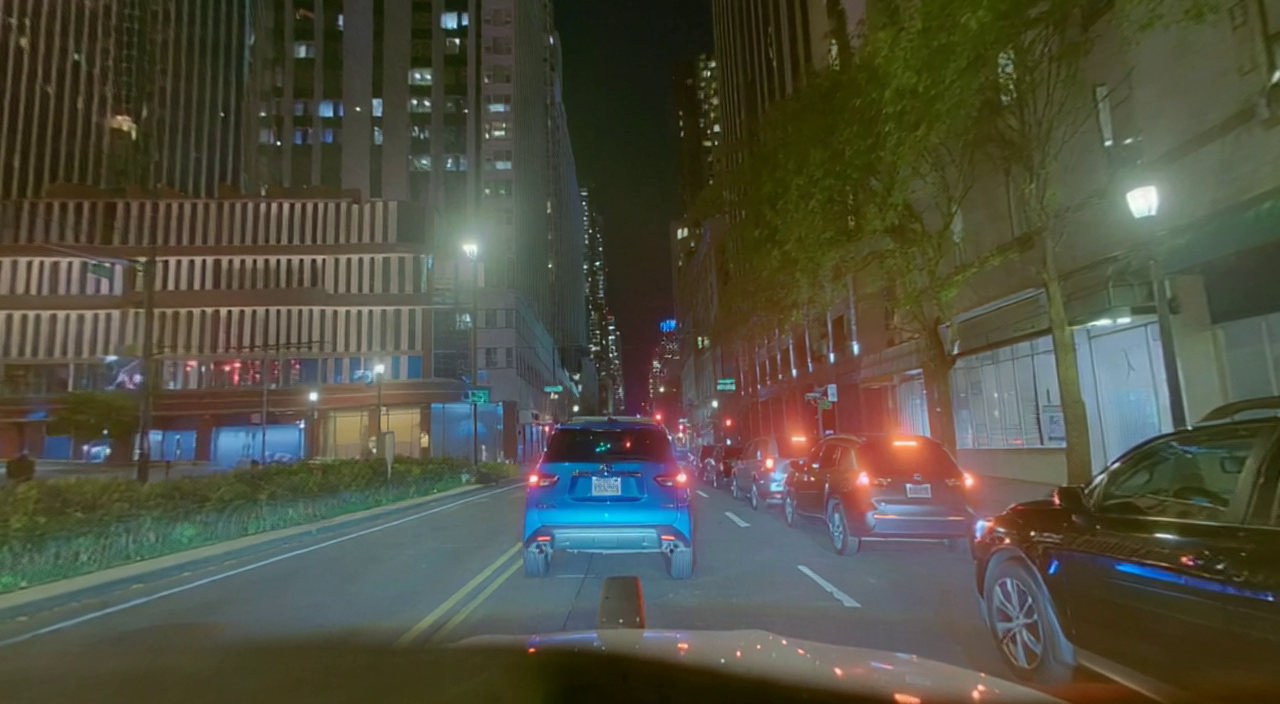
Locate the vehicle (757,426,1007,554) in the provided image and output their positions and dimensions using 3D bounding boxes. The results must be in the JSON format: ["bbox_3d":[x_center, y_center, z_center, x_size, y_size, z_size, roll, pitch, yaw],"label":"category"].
[{"bbox_3d":[3.290,1.978,9.812,1.941,1.482,4.632,0,-9,-2],"label":"vehicle"}]

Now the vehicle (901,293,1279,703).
[{"bbox_3d":[3.001,0.749,2.242,2.063,1.760,4.664,0,-9,-1],"label":"vehicle"}]

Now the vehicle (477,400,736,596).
[{"bbox_3d":[-0.338,1.581,7.634,2.249,1.684,4.084,0,-9,-1],"label":"vehicle"}]
